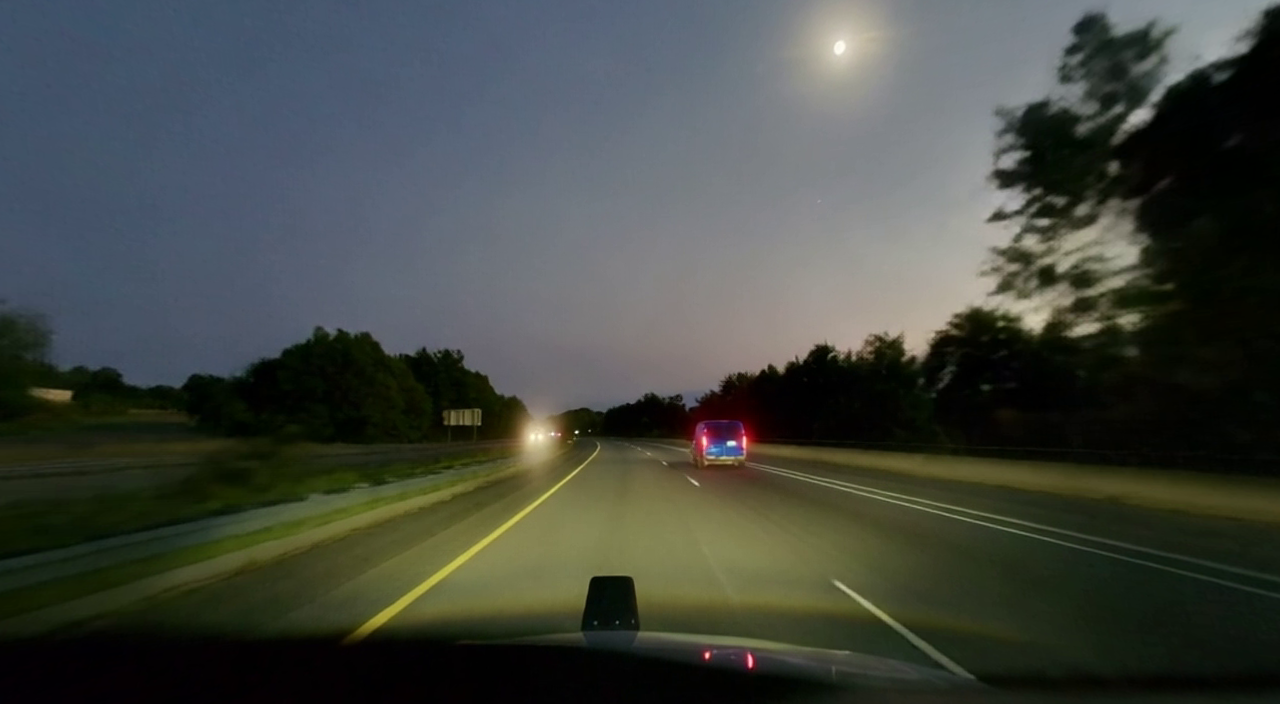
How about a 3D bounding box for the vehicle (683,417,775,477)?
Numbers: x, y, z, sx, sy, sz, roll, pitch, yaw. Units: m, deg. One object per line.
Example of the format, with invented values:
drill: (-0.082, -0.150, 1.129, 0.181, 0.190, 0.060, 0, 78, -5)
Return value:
vehicle: (2.842, 3.152, 21.261, 2.240, 1.801, 4.545, 0, -8, -3)
